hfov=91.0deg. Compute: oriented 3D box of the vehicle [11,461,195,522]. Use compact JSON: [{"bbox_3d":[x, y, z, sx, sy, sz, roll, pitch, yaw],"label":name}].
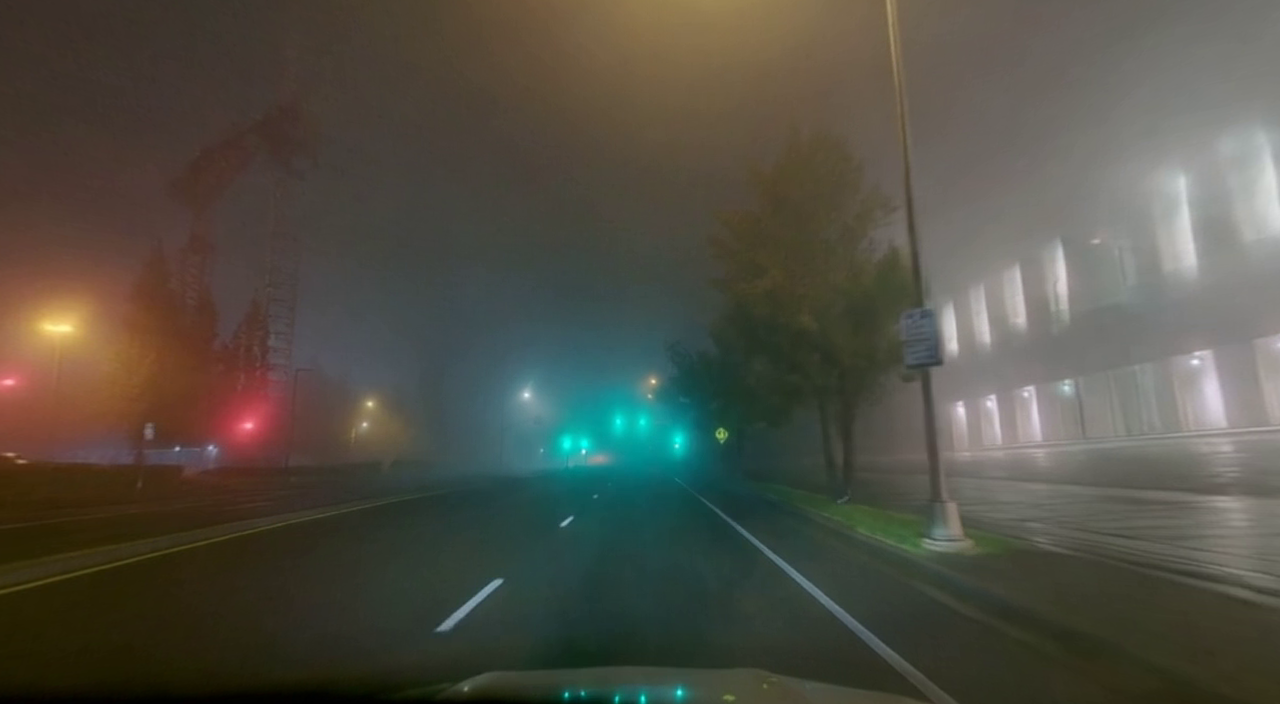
[{"bbox_3d":[-16.957,4.380,20.273,1.921,1.541,4.541,-1,-8,0],"label":"vehicle"}]
